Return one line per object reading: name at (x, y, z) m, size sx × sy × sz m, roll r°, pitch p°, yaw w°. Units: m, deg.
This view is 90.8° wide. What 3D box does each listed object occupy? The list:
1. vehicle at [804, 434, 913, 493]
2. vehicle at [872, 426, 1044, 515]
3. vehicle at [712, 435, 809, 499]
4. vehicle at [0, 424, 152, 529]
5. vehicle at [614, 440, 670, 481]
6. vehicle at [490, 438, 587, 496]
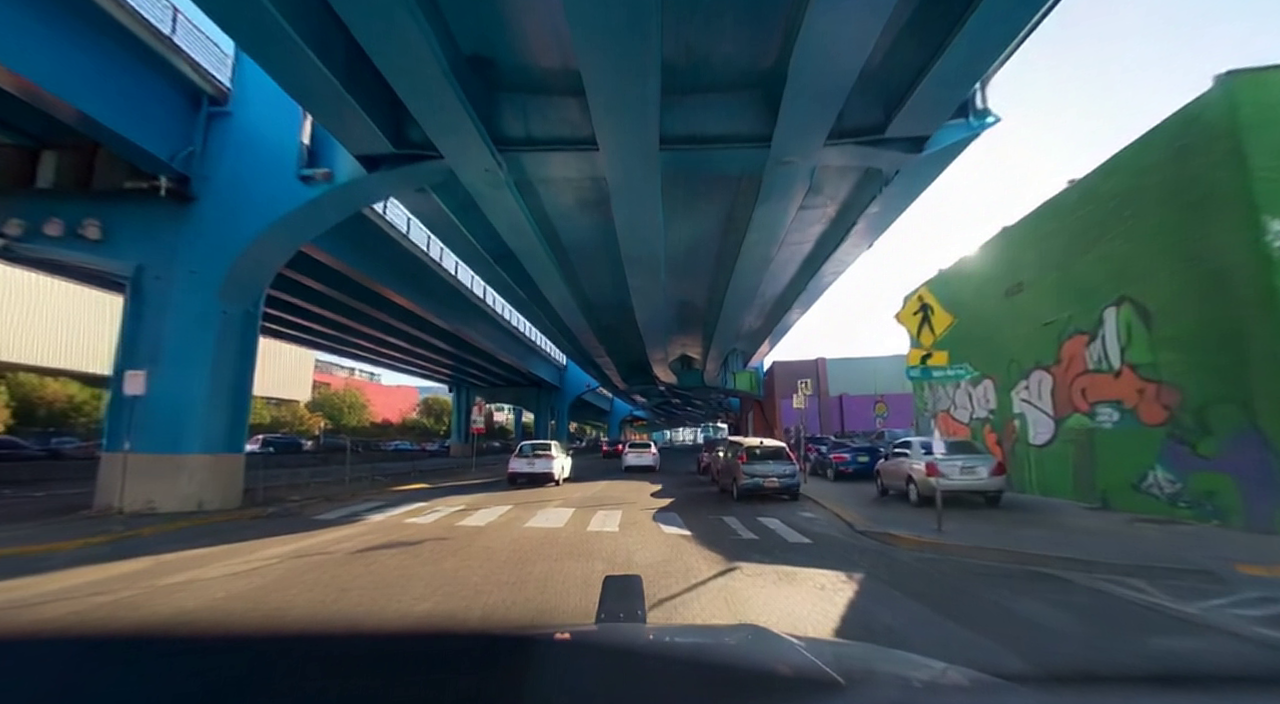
vehicle at (7.790, 4.010, 23.181) m, size 2.175 × 1.909 × 4.953 m, roll 0°, pitch -8°, yaw 0°
vehicle at (7.648, 2.838, 15.827) m, size 2.275 × 1.834 × 4.294 m, roll 1°, pitch -7°, yaw 3°
vehicle at (3.279, 3.186, 18.041) m, size 1.983 × 1.589 × 4.010 m, roll 0°, pitch -8°, yaw 0°
vehicle at (-11.920, 2.247, 11.481) m, size 2.056 × 1.768 × 4.986 m, roll 0°, pitch -9°, yaw 0°
vehicle at (0.099, 4.486, 26.476) m, size 2.155 × 1.571 × 3.734 m, roll 0°, pitch -8°, yaw 1°
vehicle at (-2.935, 3.441, 19.359) m, size 2.024 × 1.533 × 4.549 m, roll 0°, pitch -8°, yaw 2°
